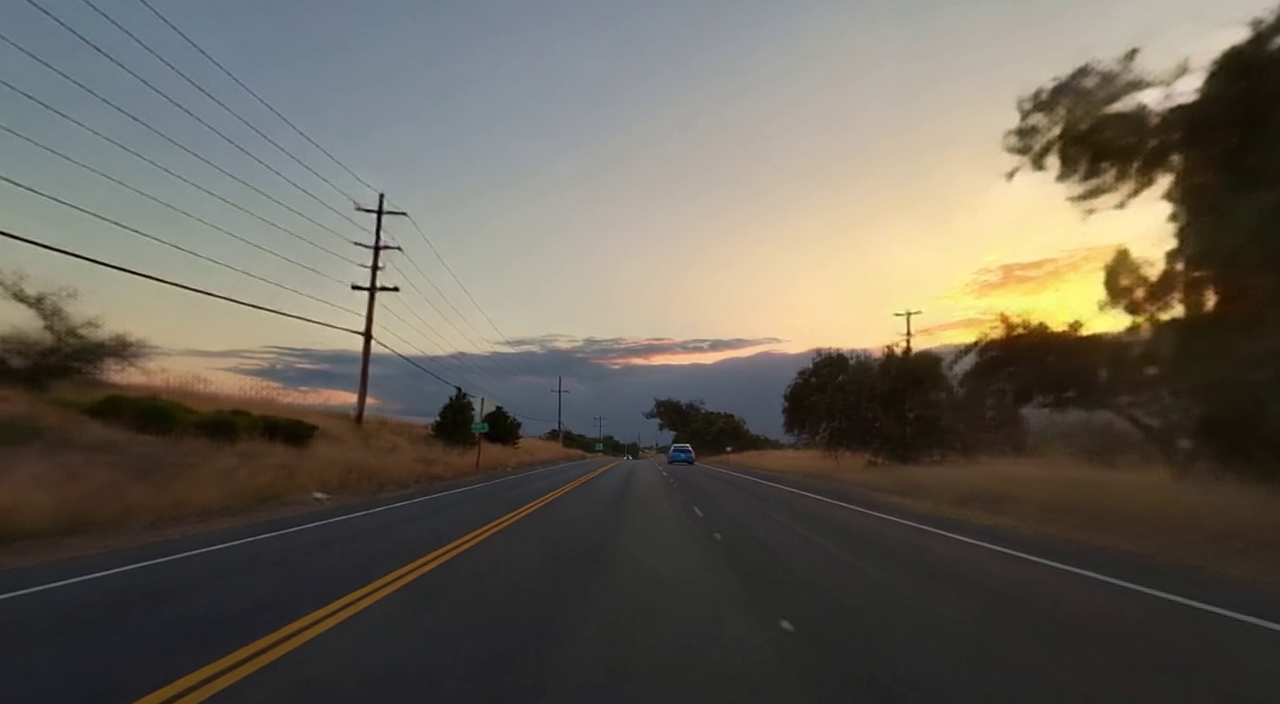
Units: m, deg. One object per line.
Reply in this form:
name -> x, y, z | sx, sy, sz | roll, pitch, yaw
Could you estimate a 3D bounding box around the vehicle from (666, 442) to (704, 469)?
vehicle -> 3.007, 6.992, 42.883 | 2.135, 1.692, 4.185 | 0, -9, -2
